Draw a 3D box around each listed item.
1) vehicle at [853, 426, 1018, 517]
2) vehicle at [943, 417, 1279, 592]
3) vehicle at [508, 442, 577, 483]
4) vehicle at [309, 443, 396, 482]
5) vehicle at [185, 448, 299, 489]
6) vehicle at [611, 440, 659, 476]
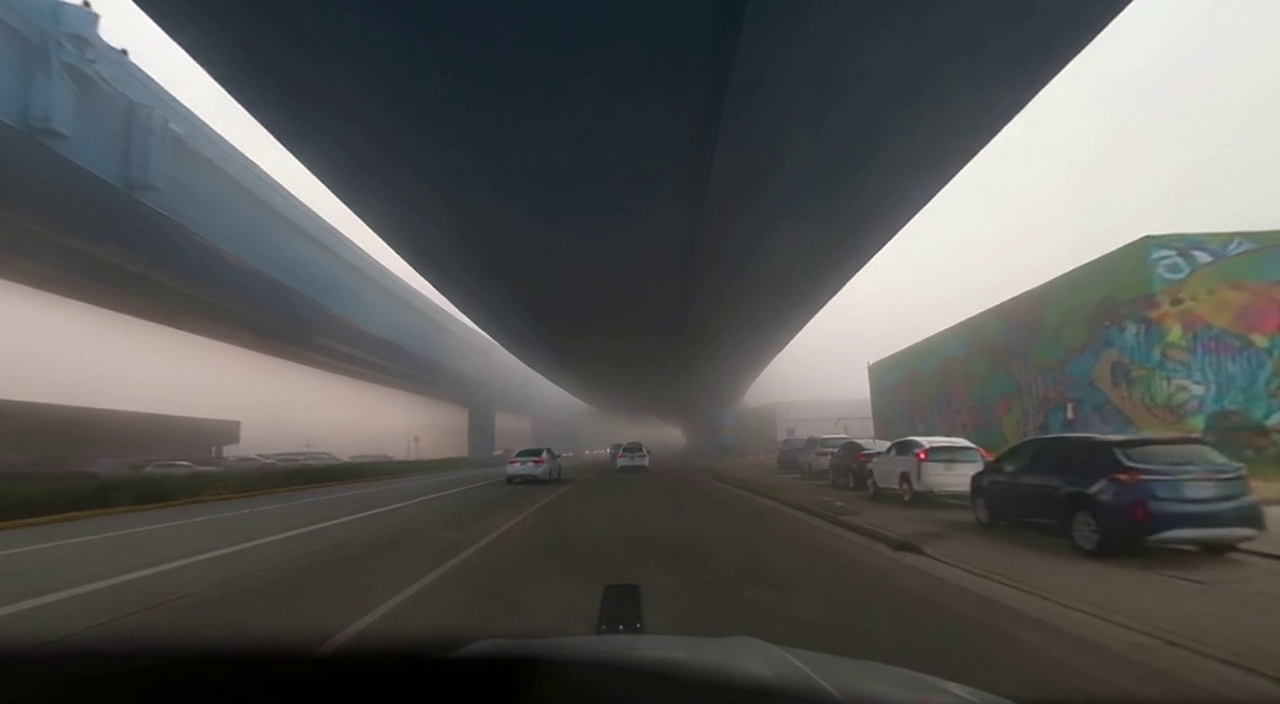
[{"bbox_3d":[6.455,2.642,14.376,1.940,1.738,3.956,0,-9,2],"label":"vehicle"},{"bbox_3d":[5.818,1.741,7.982,2.023,1.627,3.971,-1,-9,1],"label":"vehicle"},{"bbox_3d":[-3.947,4.570,26.399,2.024,1.533,4.549,-1,-9,2],"label":"vehicle"},{"bbox_3d":[-14.012,5.390,31.152,2.069,1.728,4.567,0,-9,1],"label":"vehicle"},{"bbox_3d":[-17.538,5.119,28.139,2.056,1.643,4.362,-1,-9,3],"label":"vehicle"},{"bbox_3d":[-0.228,5.031,30.228,2.155,1.571,3.734,0,-9,0],"label":"vehicle"}]
